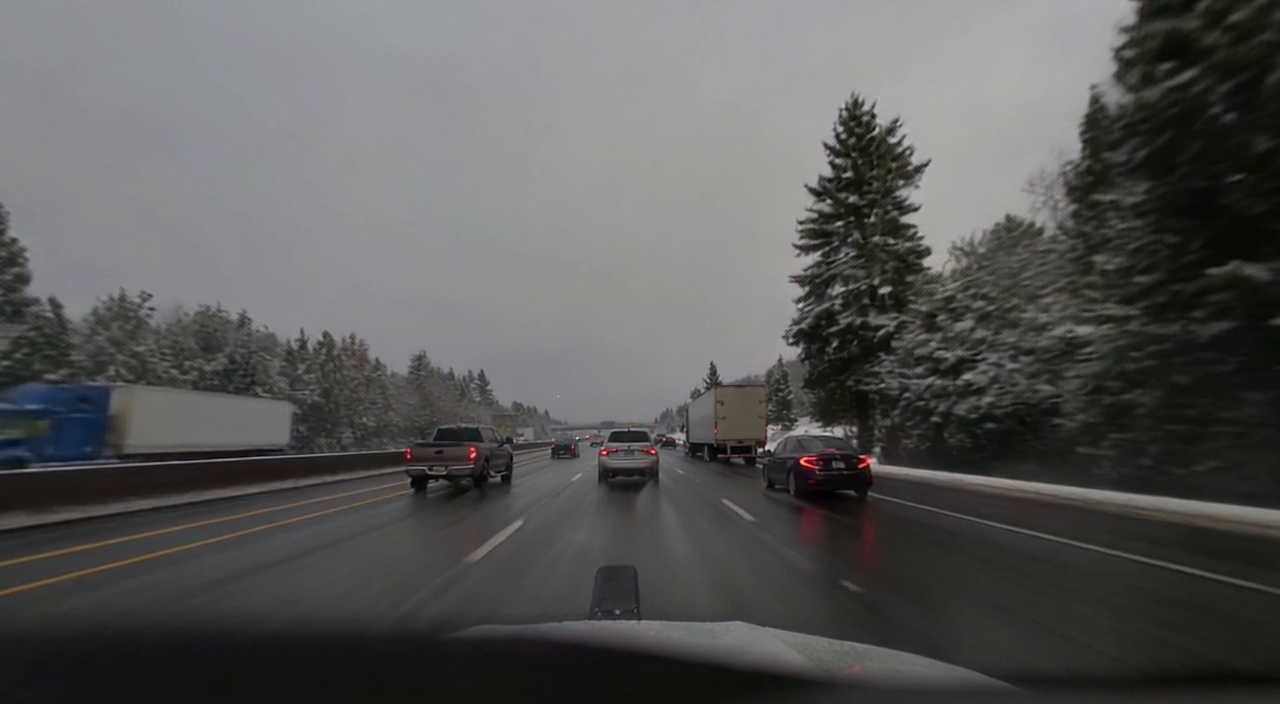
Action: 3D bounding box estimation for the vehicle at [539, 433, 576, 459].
[{"bbox_3d":[-5.437,6.239,42.041,1.971,1.648,3.983,0,-8,-1],"label":"vehicle"}]

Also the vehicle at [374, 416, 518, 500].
[{"bbox_3d":[-4.567,2.557,15.772,2.101,1.767,4.702,0,-8,0],"label":"vehicle"}]

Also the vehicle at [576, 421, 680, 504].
[{"bbox_3d":[-0.277,2.490,14.670,2.083,1.647,3.799,0,-8,-1],"label":"vehicle"}]

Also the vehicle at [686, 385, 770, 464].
[{"bbox_3d":[5.146,4.715,40.137,2.888,4.135,14.071,0,-8,-2],"label":"vehicle"}]

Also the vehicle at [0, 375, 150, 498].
[{"bbox_3d":[-21.259,2.971,22.354,3.048,3.785,5.664,0,-8,-1],"label":"vehicle"}]

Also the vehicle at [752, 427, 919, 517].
[{"bbox_3d":[3.645,2.280,12.590,1.951,1.477,3.963,0,-8,-2],"label":"vehicle"}]
